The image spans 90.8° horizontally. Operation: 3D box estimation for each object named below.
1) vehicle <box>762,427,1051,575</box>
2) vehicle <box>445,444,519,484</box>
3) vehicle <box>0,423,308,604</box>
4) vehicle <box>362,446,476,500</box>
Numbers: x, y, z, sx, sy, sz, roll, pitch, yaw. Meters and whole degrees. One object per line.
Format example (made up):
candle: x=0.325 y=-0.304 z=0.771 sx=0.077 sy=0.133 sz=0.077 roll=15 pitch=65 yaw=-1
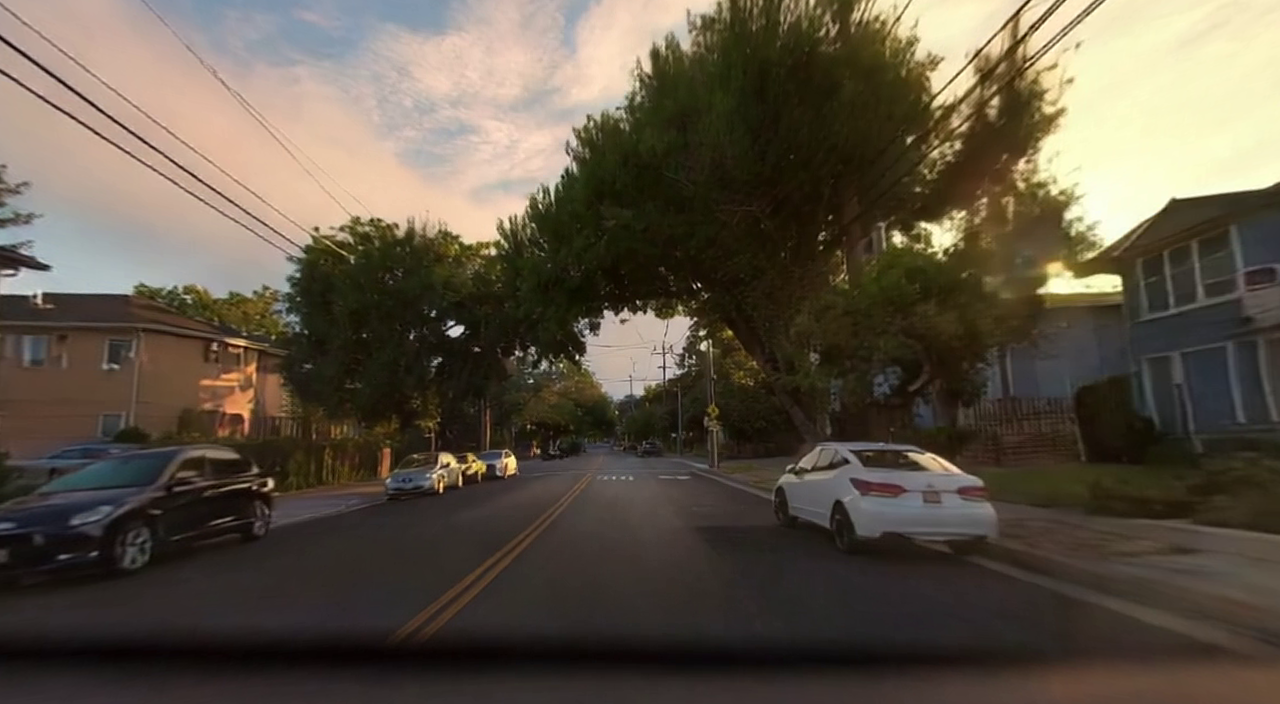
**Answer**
vehicle: x=3.353 y=1.985 z=9.453 sx=1.963 sy=1.536 sz=5.446 roll=0 pitch=-9 yaw=0
vehicle: x=-6.616 y=4.728 z=26.922 sx=2.026 sy=1.560 sz=4.062 roll=0 pitch=-9 yaw=1
vehicle: x=-6.567 y=1.884 z=8.360 sx=1.896 sy=1.703 sz=4.586 roll=0 pitch=-9 yaw=-1
vehicle: x=-6.845 y=3.770 z=20.184 sx=2.056 sy=1.481 sz=4.451 roll=0 pitch=-9 yaw=0
